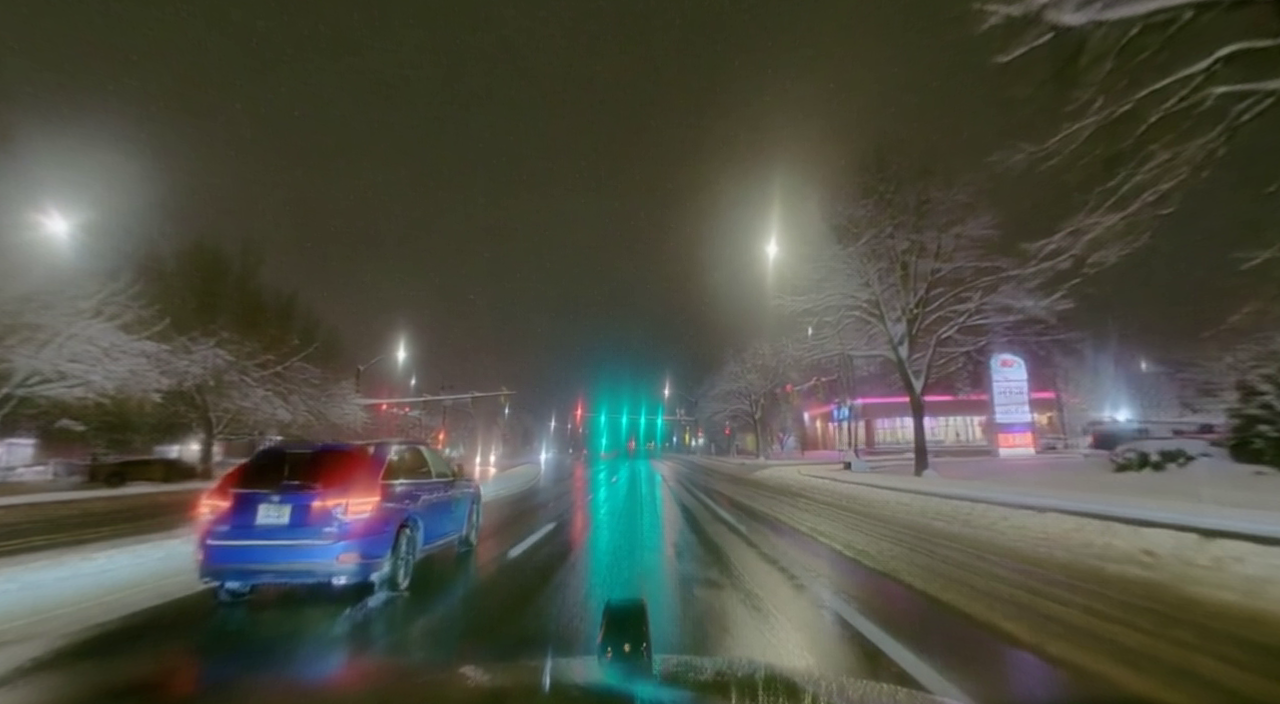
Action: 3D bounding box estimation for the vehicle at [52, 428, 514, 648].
[{"bbox_3d":[-2.886,1.600,6.632,2.082,1.460,4.636,0,-8,1],"label":"vehicle"}]
